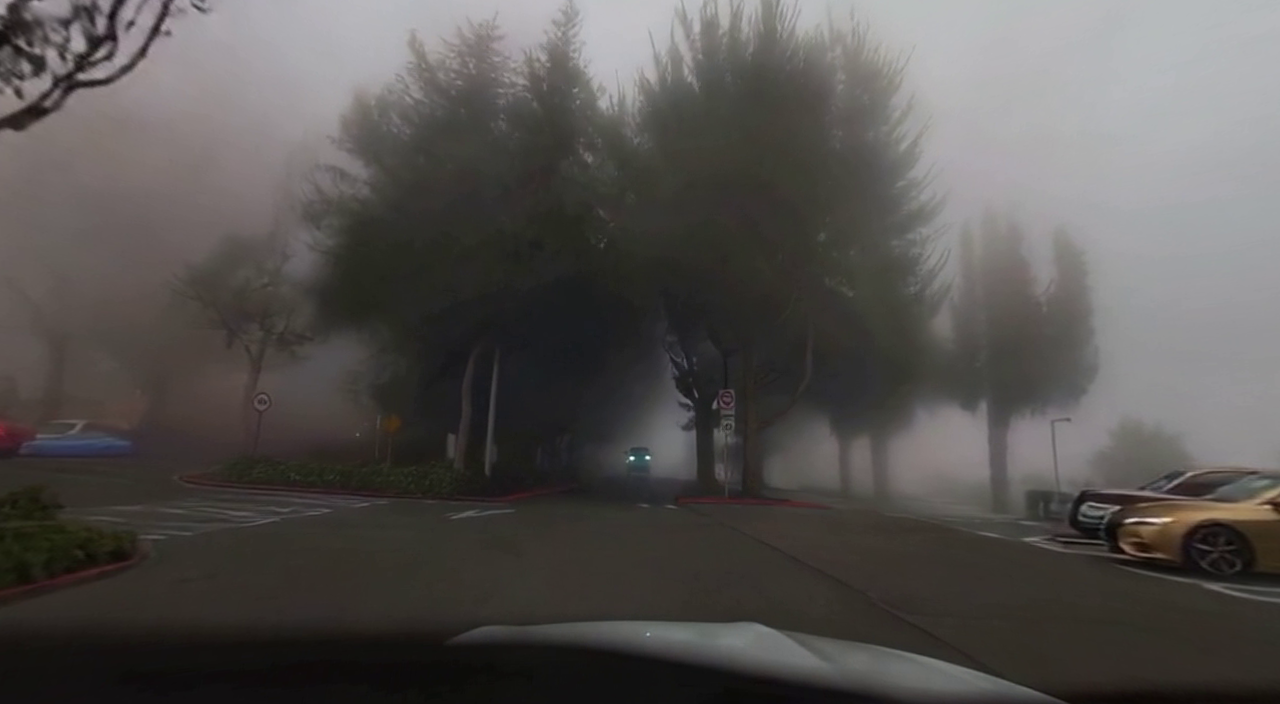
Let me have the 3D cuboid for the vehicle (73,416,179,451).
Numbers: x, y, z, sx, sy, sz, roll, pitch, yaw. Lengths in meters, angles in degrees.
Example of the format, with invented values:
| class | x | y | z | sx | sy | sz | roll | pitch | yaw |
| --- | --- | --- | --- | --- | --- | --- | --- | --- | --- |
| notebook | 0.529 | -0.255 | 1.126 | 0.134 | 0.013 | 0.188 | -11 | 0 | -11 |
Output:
| class | x | y | z | sx | sy | sz | roll | pitch | yaw |
| --- | --- | --- | --- | --- | --- | --- | --- | --- | --- |
| vehicle | -25.113 | 4.013 | 30.935 | 1.870 | 1.563 | 4.039 | 0 | -8 | -2 |
